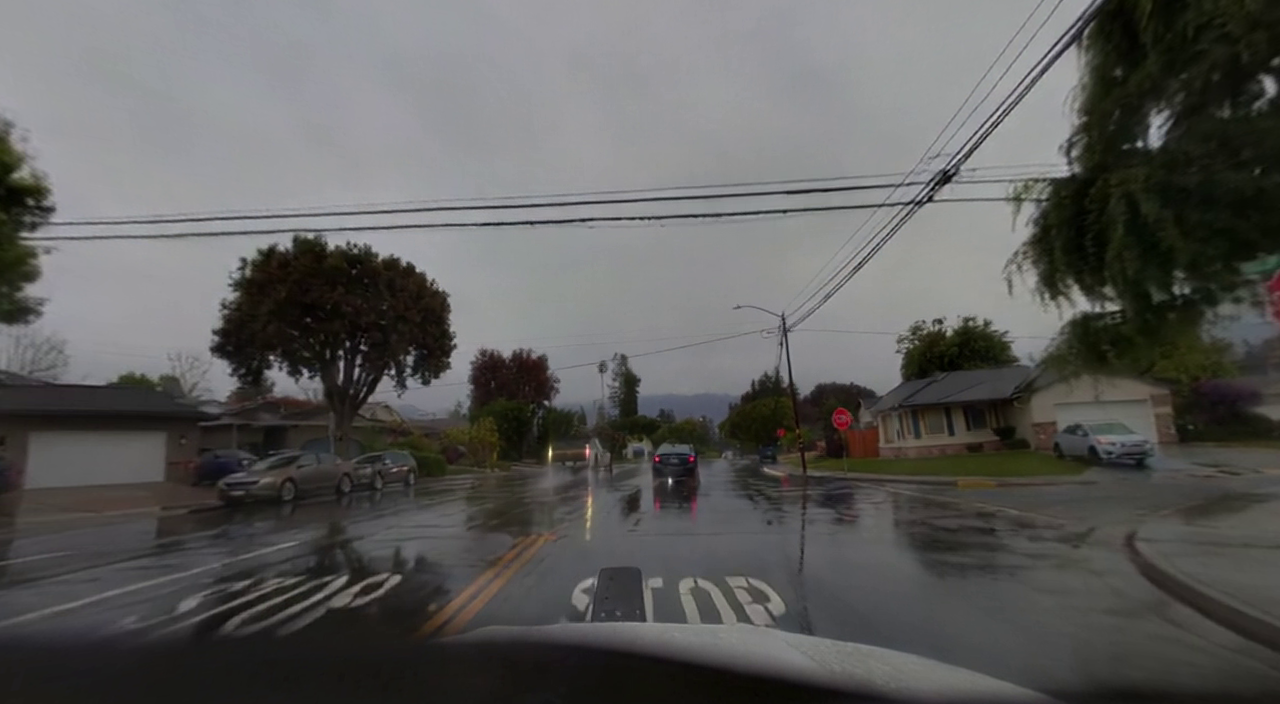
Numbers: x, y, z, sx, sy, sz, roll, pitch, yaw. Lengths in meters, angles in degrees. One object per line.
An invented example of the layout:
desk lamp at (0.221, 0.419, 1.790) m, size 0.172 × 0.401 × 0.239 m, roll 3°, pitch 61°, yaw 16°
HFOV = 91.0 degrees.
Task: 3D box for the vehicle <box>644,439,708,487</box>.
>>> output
vehicle at (1.280, 3.722, 21.379) m, size 1.955 × 1.459 × 4.383 m, roll -1°, pitch -9°, yaw 5°

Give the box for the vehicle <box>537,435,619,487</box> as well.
vehicle at (-2.127, 3.935, 23.002) m, size 2.178 × 1.695 × 4.339 m, roll -1°, pitch -9°, yaw 6°

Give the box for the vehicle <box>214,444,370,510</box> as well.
vehicle at (-12.712, 4.560, 23.664) m, size 2.191 × 1.980 × 5.888 m, roll -4°, pitch -8°, yaw 5°

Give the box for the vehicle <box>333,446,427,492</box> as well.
vehicle at (-11.927, 5.429, 29.325) m, size 2.076 × 1.864 × 4.730 m, roll -3°, pitch -10°, yaw 5°
